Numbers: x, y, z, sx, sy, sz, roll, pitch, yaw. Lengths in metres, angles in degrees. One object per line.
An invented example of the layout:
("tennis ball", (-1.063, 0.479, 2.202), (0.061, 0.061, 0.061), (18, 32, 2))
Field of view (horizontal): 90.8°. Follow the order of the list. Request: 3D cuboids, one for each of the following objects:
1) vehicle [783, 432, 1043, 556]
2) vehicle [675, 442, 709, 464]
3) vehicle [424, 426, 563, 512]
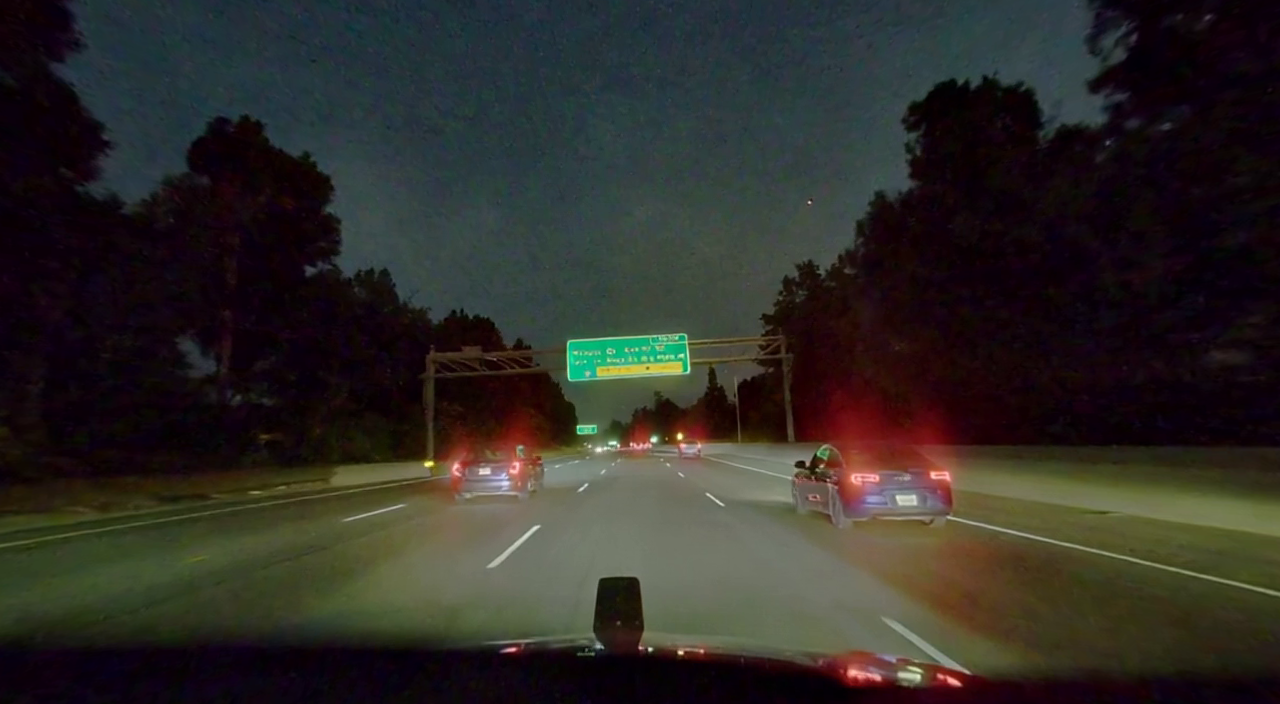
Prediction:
("vehicle", (3.717, 2.002, 9.660), (1.947, 1.437, 4.345), (0, -9, -1))
("vehicle", (3.633, 7.111, 44.680), (2.021, 1.447, 3.985), (0, -9, -1))
("vehicle", (-3.294, 2.746, 15.269), (2.244, 1.755, 4.417), (0, -9, 1))
